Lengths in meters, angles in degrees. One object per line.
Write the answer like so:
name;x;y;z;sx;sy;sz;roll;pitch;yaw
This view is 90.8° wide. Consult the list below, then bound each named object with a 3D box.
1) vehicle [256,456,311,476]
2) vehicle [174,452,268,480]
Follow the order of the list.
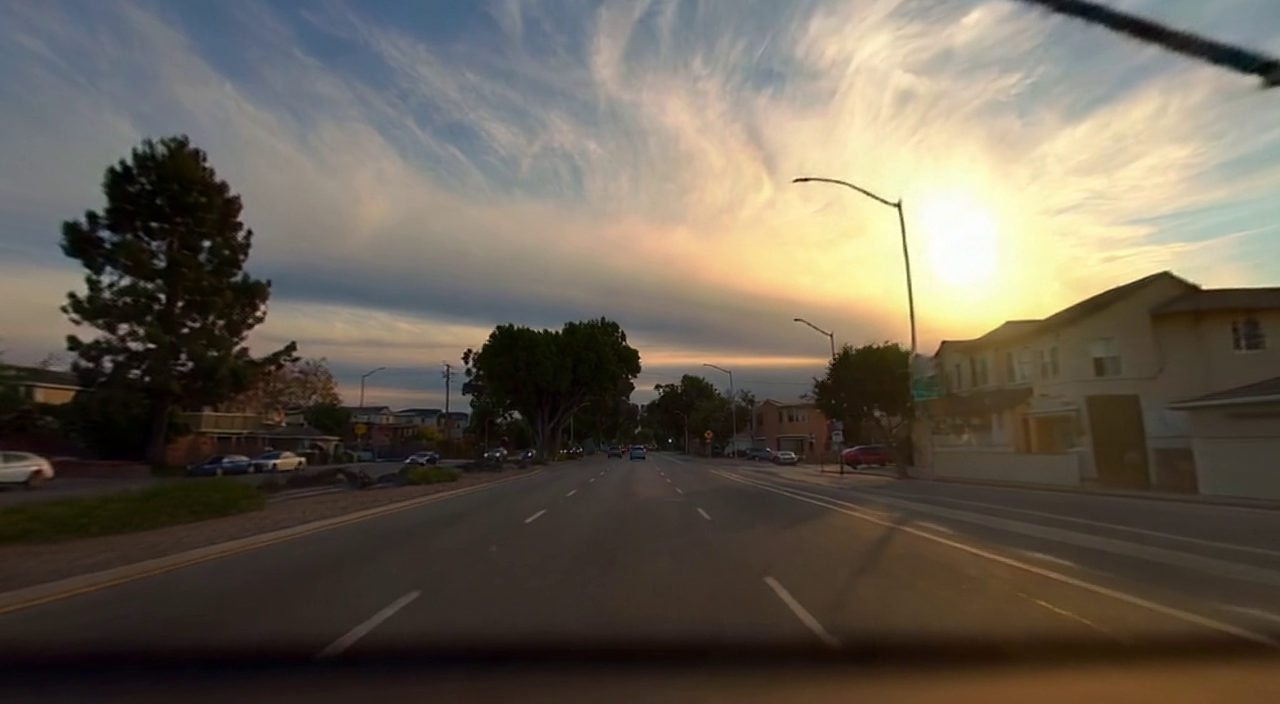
vehicle;-24.947;7.960;44.374;1.637;1.298;3.878;0;-9;0
vehicle;-24.688;6.719;37.487;1.916;1.524;4.993;-1;-9;3
